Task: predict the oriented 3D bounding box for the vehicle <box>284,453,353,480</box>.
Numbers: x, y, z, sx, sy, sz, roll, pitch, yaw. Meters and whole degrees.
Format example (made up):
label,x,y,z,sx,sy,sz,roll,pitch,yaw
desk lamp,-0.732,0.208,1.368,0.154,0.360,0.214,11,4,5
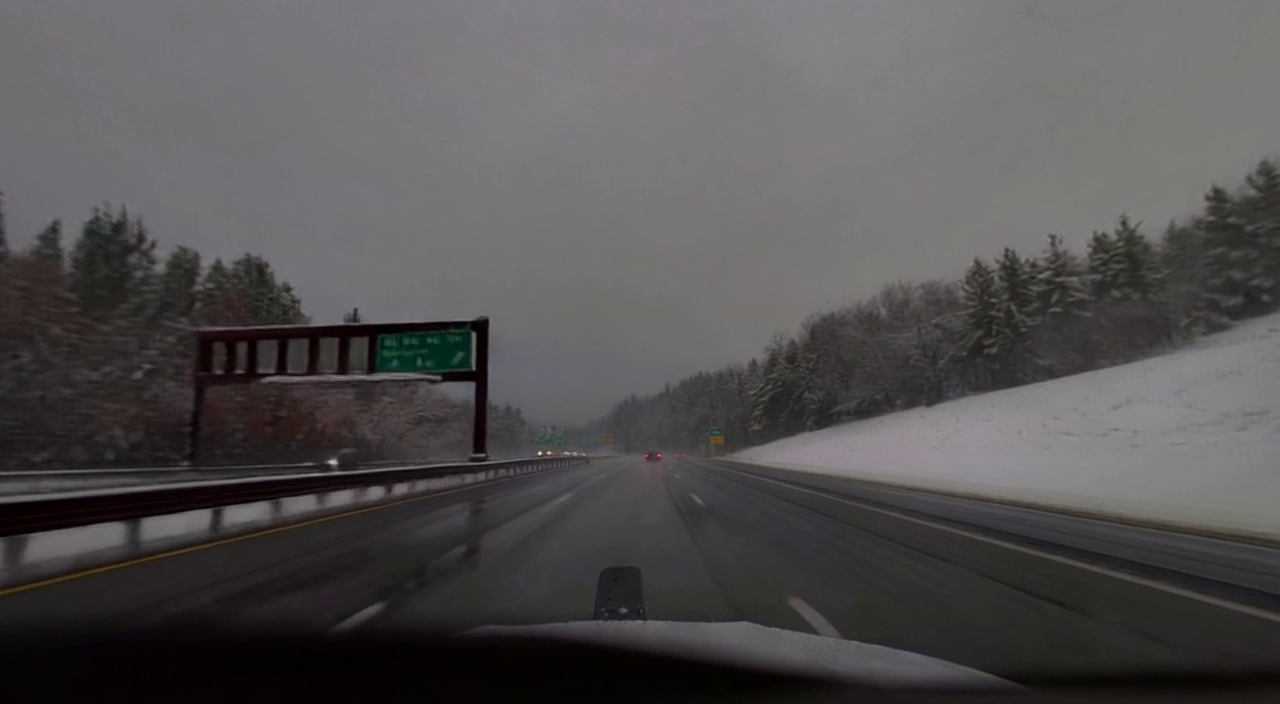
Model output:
label,x,y,z,sx,sy,sz,roll,pitch,yaw
vehicle,-18.859,6.714,37.202,1.753,1.465,4.450,0,-9,0
